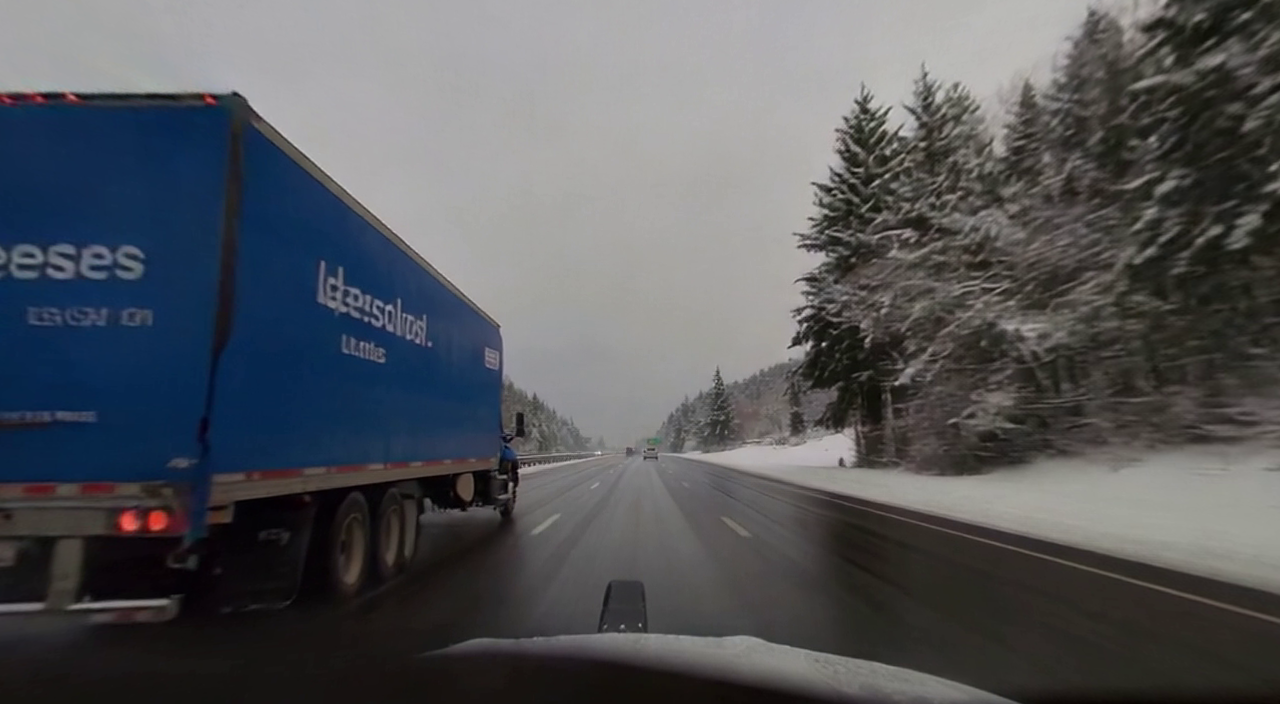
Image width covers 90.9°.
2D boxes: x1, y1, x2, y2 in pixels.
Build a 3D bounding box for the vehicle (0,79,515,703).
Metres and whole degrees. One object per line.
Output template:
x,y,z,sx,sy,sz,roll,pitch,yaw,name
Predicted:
-3.364,0.731,6.296,2.695,3.151,6.885,0,-9,1,vehicle
